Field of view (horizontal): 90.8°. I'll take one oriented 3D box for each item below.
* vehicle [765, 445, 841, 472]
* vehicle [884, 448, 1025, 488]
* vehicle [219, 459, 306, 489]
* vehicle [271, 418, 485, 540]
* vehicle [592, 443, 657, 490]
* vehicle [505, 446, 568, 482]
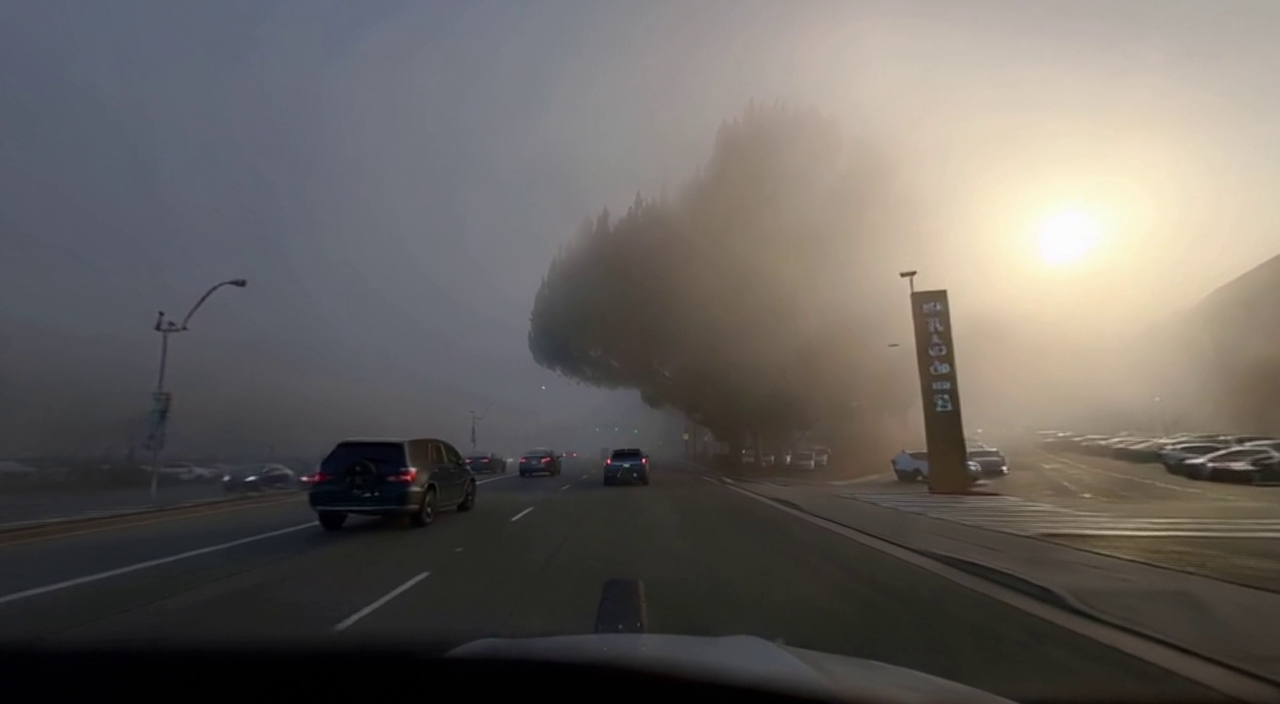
[{"bbox_3d":[12.291,8.027,47.732,5.102,1.889,2.038,0,-9,-4],"label":"vehicle"},{"bbox_3d":[13.373,4.955,27.172,4.877,1.603,2.197,0,-9,4],"label":"vehicle"},{"bbox_3d":[-20.277,6.548,34.213,1.937,1.434,4.629,0,-9,-1],"label":"vehicle"},{"bbox_3d":[-4.471,2.228,11.728,2.096,1.807,4.413,0,-8,-1],"label":"vehicle"},{"bbox_3d":[-0.533,3.954,22.161,2.061,1.469,3.954,0,-9,-1],"label":"vehicle"},{"bbox_3d":[-4.555,4.987,28.584,1.973,1.456,4.850,0,-9,0],"label":"vehicle"}]
